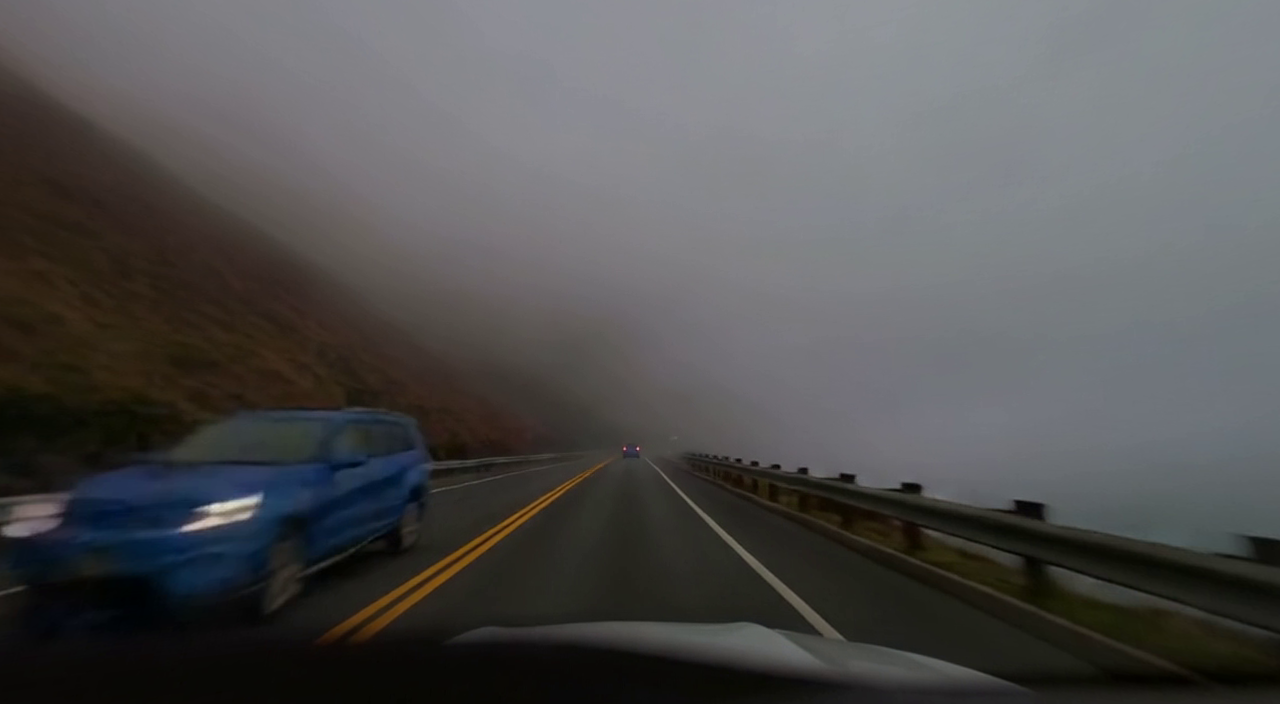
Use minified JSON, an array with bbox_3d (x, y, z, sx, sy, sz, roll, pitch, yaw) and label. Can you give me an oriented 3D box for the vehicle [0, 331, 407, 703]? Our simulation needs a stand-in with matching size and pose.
[{"bbox_3d":[-4.093,1.182,5.331,2.180,1.826,5.350,0,-9,0],"label":"vehicle"}]
